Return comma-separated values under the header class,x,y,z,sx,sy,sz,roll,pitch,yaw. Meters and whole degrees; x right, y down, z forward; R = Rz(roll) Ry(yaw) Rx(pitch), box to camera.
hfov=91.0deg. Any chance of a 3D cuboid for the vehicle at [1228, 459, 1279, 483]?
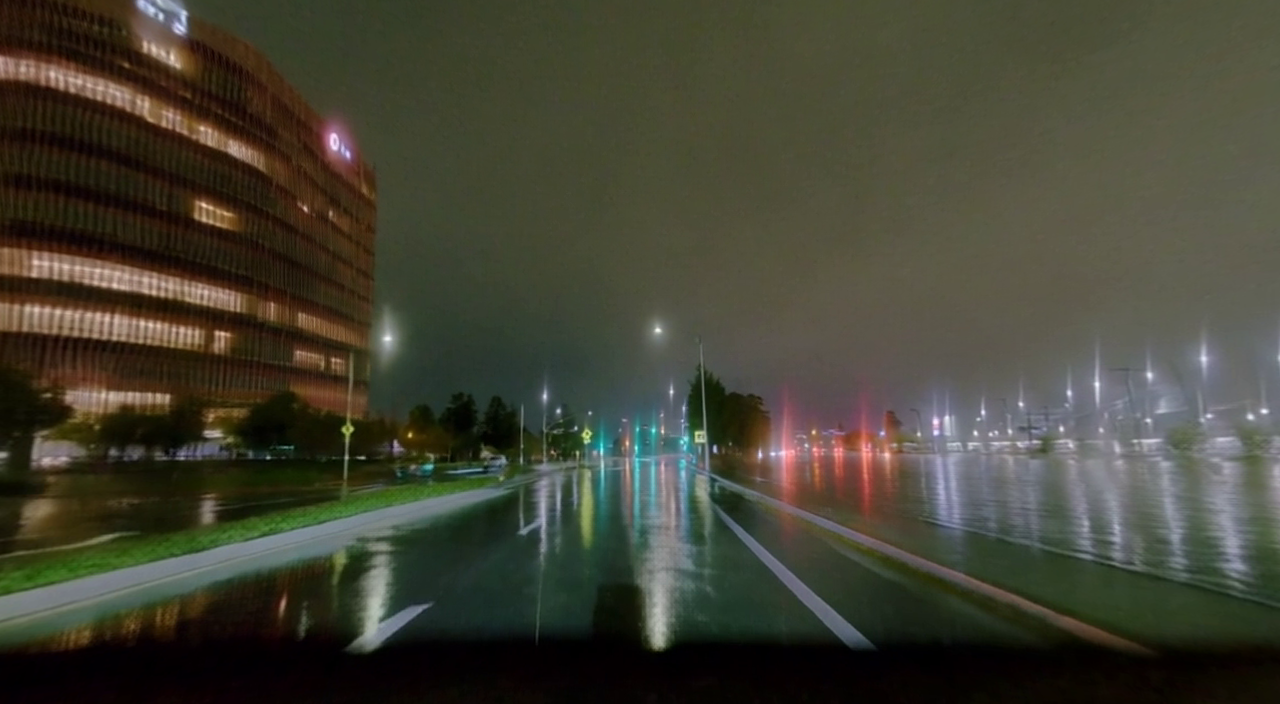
class,x,y,z,sx,sy,sz,roll,pitch,yaw
vehicle,42.061,7.890,41.951,1.717,1.459,4.256,0,-8,2
